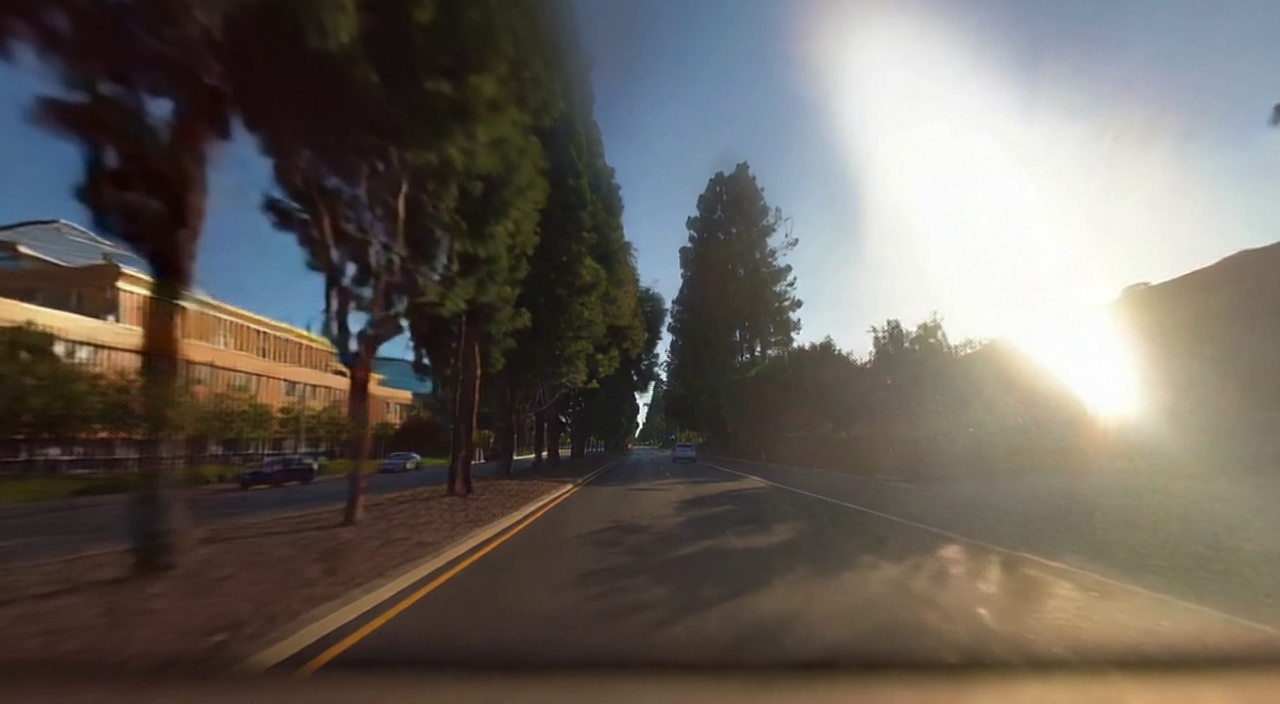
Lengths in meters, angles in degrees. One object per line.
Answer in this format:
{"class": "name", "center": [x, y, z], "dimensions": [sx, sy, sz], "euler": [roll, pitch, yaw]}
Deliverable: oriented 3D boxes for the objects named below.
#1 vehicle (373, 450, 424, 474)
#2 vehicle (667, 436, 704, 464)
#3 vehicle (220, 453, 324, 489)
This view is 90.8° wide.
{"class": "vehicle", "center": [-16.670, 7.570, 43.755], "dimensions": [1.857, 1.519, 3.969], "euler": [0, -8, 1]}
{"class": "vehicle", "center": [3.098, 6.847, 44.097], "dimensions": [2.085, 1.828, 5.383], "euler": [0, -8, -1]}
{"class": "vehicle", "center": [-16.832, 5.440, 29.255], "dimensions": [1.908, 1.445, 4.730], "euler": [0, -8, 1]}
